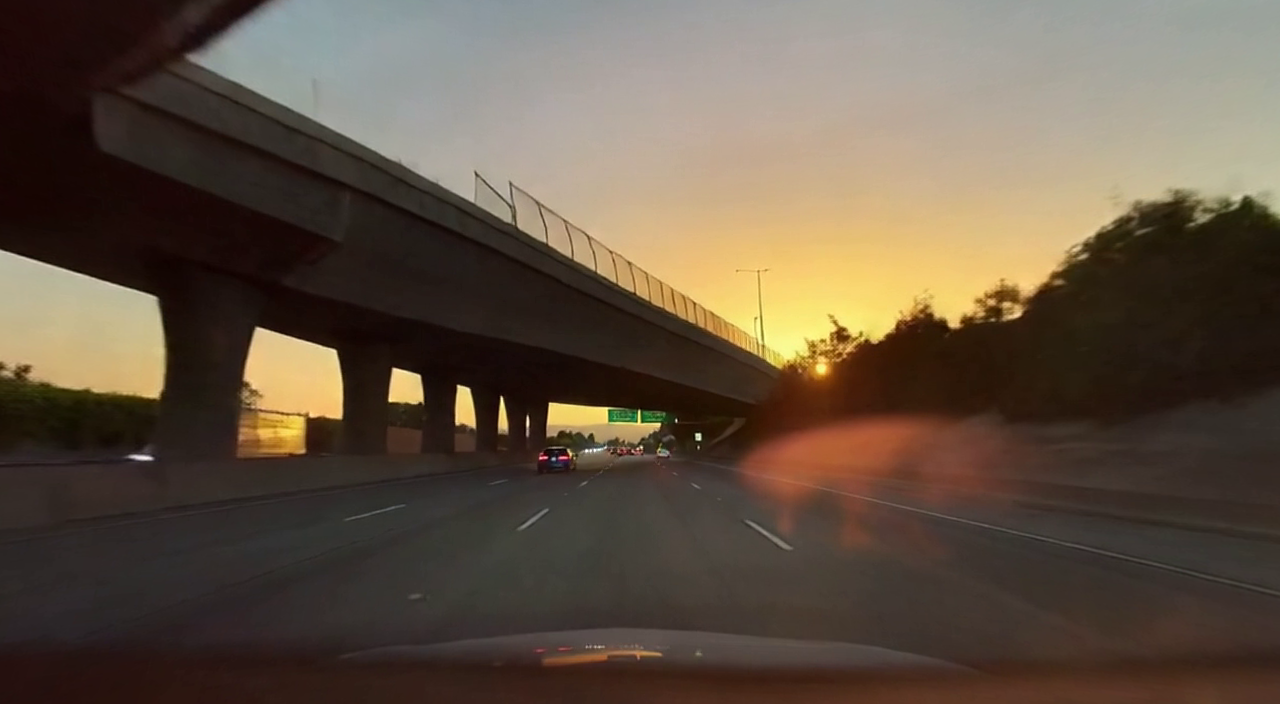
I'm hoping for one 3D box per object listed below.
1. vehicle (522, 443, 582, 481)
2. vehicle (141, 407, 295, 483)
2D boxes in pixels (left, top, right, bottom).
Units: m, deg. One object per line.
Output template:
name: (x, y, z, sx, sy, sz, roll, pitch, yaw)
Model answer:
vehicle: (-3.831, 4.879, 28.318, 2.037, 1.514, 4.335, 0, -8, 0)
vehicle: (-24.962, 5.625, 38.296, 2.889, 3.965, 9.817, 0, -8, -3)
